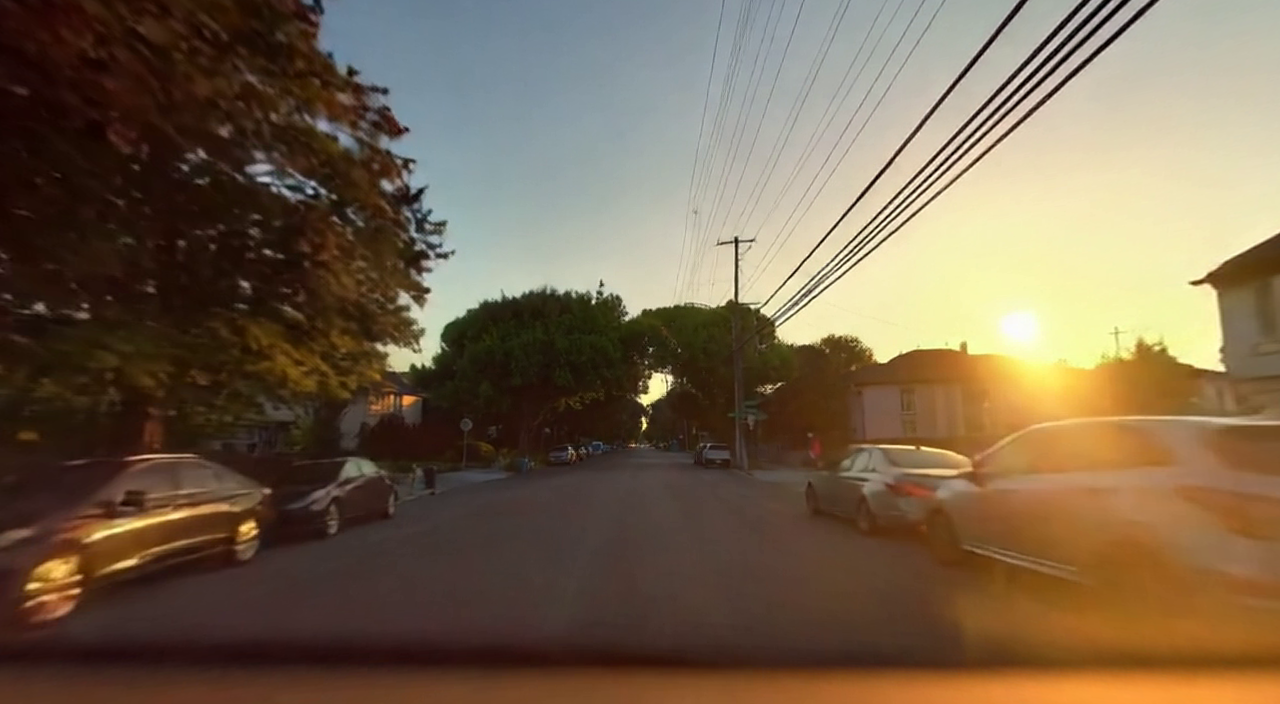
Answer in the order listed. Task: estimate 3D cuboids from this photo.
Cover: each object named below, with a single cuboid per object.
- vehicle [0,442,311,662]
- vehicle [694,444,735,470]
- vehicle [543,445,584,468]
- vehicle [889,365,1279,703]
[{"bbox_3d":[-5.435,1.665,6.319,1.904,1.504,4.530,0,-8,-1],"label":"vehicle"},{"bbox_3d":[4.296,6.155,37.050,1.851,1.438,4.177,0,-9,0],"label":"vehicle"},{"bbox_3d":[-5.496,7.577,45.849,2.231,1.492,4.727,0,-8,1],"label":"vehicle"},{"bbox_3d":[4.029,1.244,5.102,1.874,1.747,4.786,0,-9,-3],"label":"vehicle"}]
